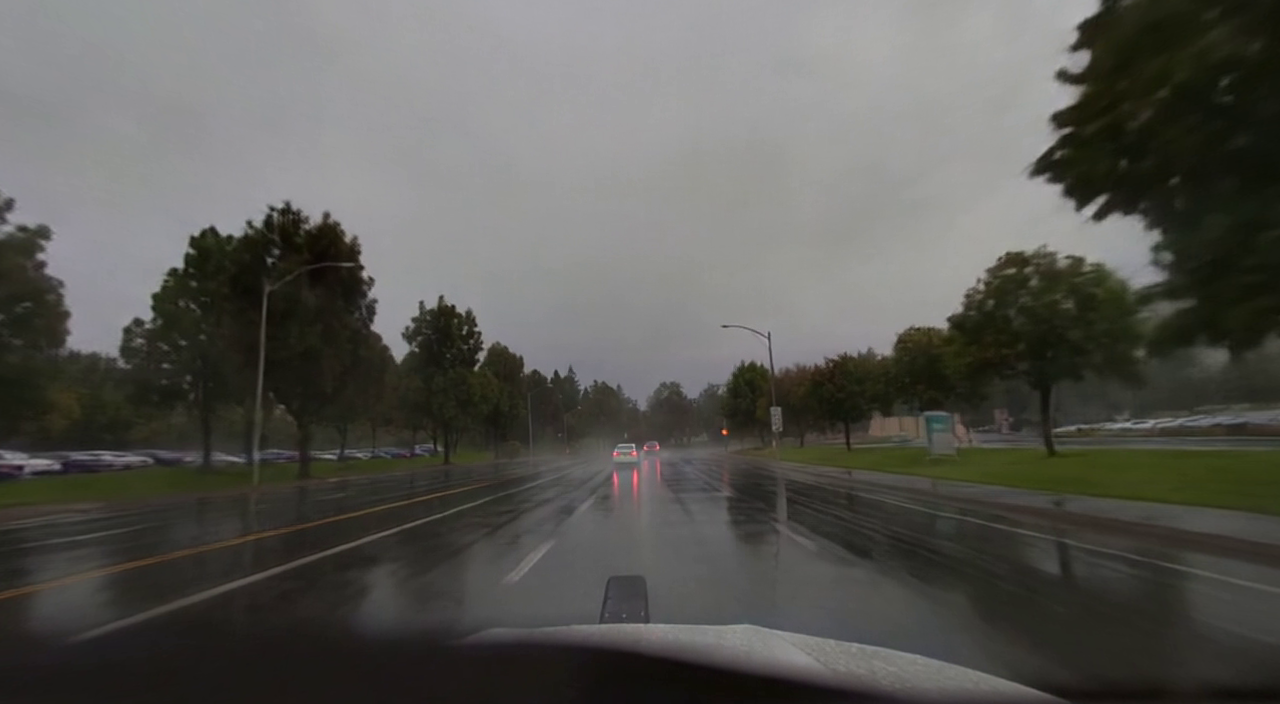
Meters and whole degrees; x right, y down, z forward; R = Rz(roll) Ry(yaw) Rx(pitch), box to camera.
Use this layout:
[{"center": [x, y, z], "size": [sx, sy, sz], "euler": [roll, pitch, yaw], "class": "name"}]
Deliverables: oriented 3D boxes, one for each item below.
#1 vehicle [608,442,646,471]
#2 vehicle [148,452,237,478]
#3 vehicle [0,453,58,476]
[{"center": [-0.703, 5.785, 35.264], "size": [1.978, 1.499, 3.915], "euler": [0, -8, -1], "class": "vehicle"}, {"center": [-30.238, 7.620, 42.744], "size": [4.577, 1.467, 1.955], "euler": [-3, -8, -1], "class": "vehicle"}, {"center": [-42.804, 7.689, 43.008], "size": [4.272, 1.451, 1.902], "euler": [0, -8, -1], "class": "vehicle"}]
